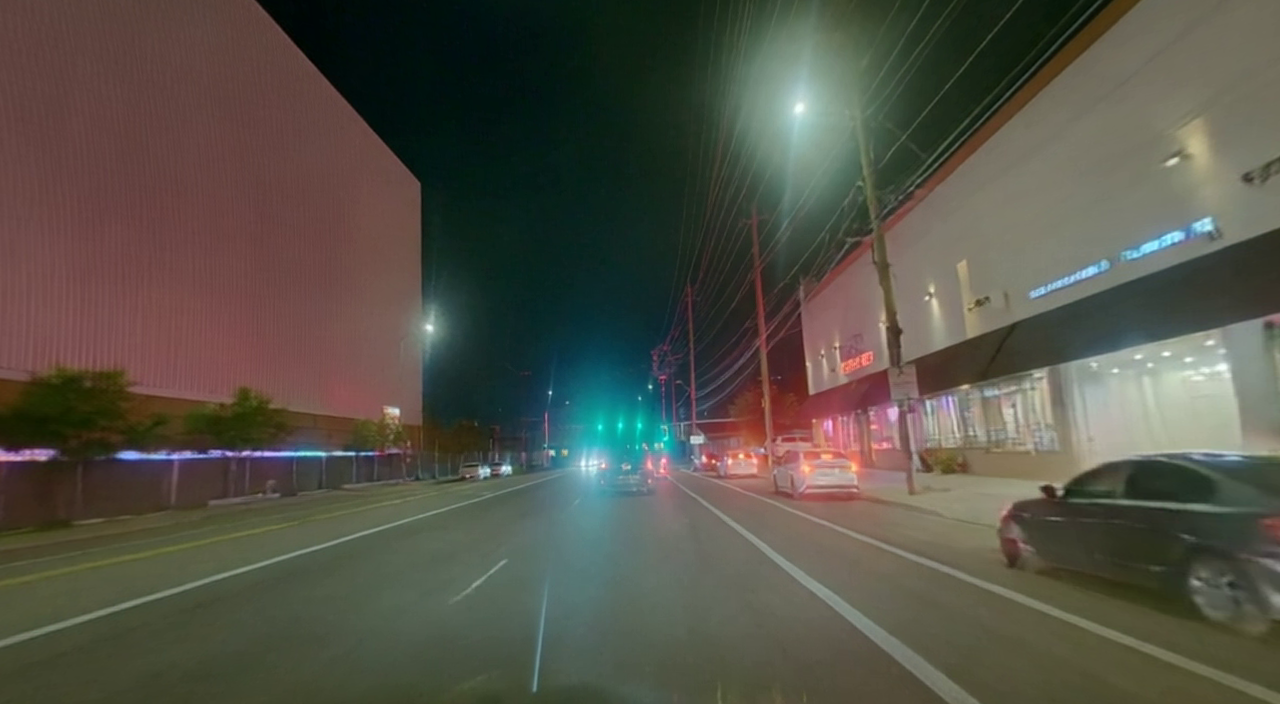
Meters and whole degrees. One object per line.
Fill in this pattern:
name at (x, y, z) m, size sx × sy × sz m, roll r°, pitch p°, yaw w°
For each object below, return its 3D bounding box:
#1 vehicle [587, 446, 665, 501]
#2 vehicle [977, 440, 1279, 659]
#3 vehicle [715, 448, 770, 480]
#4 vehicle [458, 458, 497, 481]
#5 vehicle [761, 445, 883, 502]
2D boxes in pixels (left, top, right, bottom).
vehicle at (-0.370, 3.637, 19.350) m, size 2.116 × 1.479 × 3.980 m, roll 0°, pitch -8°, yaw 0°
vehicle at (5.018, 1.480, 5.432) m, size 1.761 × 1.413 × 4.272 m, roll 0°, pitch -8°, yaw -2°
vehicle at (5.156, 5.697, 32.449) m, size 1.987 × 1.459 × 4.677 m, roll 0°, pitch -8°, yaw -1°
vehicle at (-11.728, 8.477, 45.859) m, size 1.828 × 1.457 × 4.371 m, roll 0°, pitch -8°, yaw -1°
vehicle at (5.228, 3.533, 18.951) m, size 2.108 × 1.471 × 4.948 m, roll 0°, pitch -8°, yaw -1°
